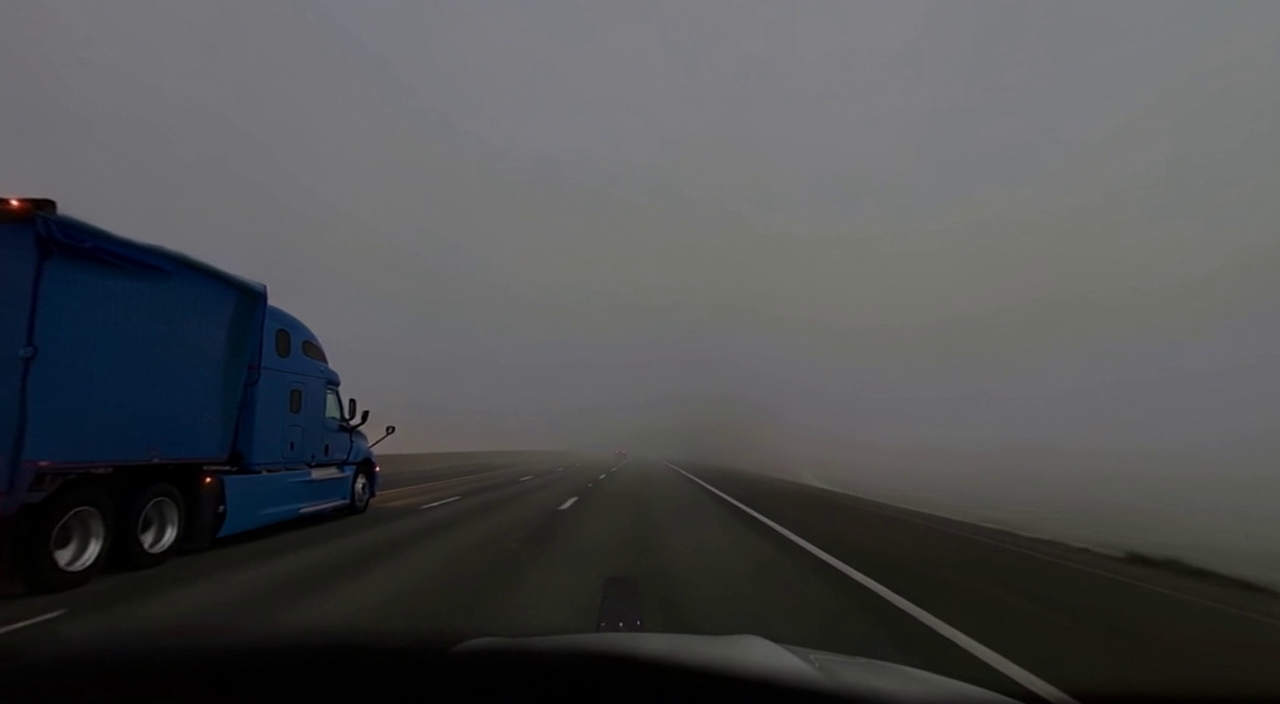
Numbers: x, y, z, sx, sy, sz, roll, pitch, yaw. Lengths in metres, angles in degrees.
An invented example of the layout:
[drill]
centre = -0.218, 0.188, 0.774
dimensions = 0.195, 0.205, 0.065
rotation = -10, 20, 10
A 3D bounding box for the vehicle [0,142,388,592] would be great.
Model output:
[vehicle]
centre = -7.081, 0.652, 9.086
dimensions = 2.996, 3.947, 8.600
rotation = 0, -9, 2
